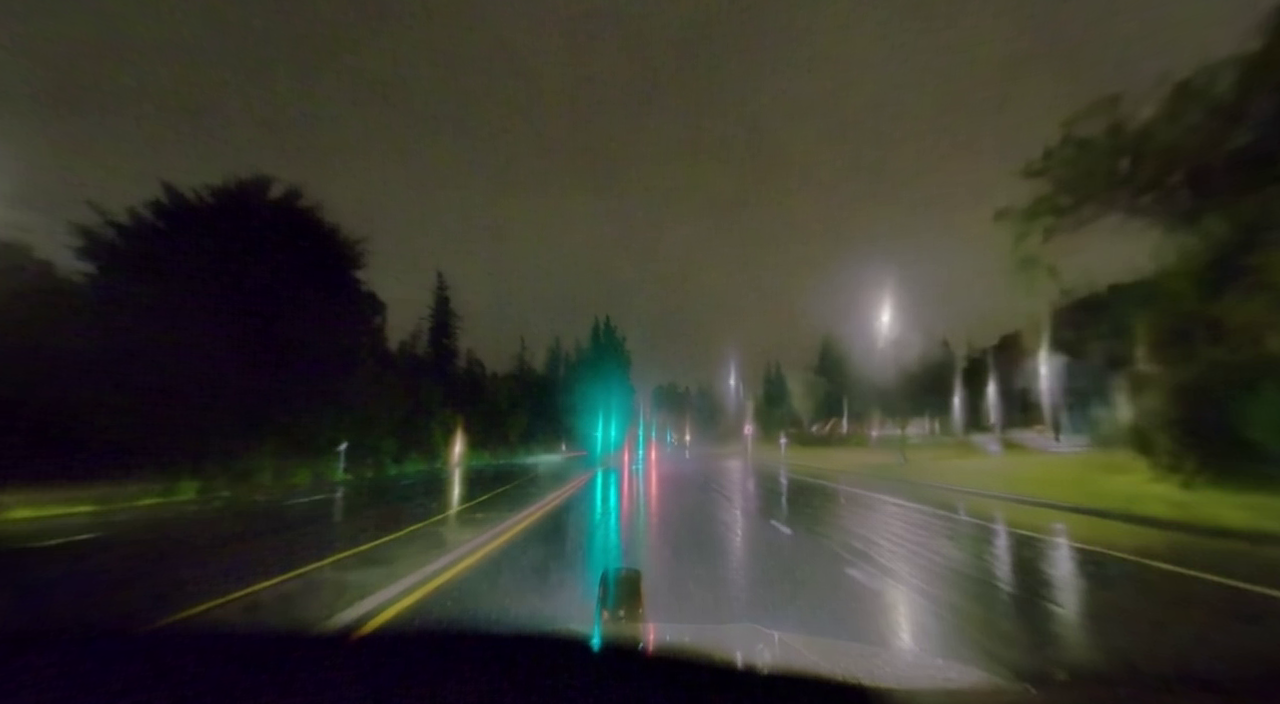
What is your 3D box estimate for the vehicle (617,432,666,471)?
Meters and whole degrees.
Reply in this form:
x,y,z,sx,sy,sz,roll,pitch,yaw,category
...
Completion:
x,y,z,sx,sy,sz,roll,pitch,yaw,category
0.077,4.855,30.777,2.256,1.734,4.176,0,-9,0,vehicle
